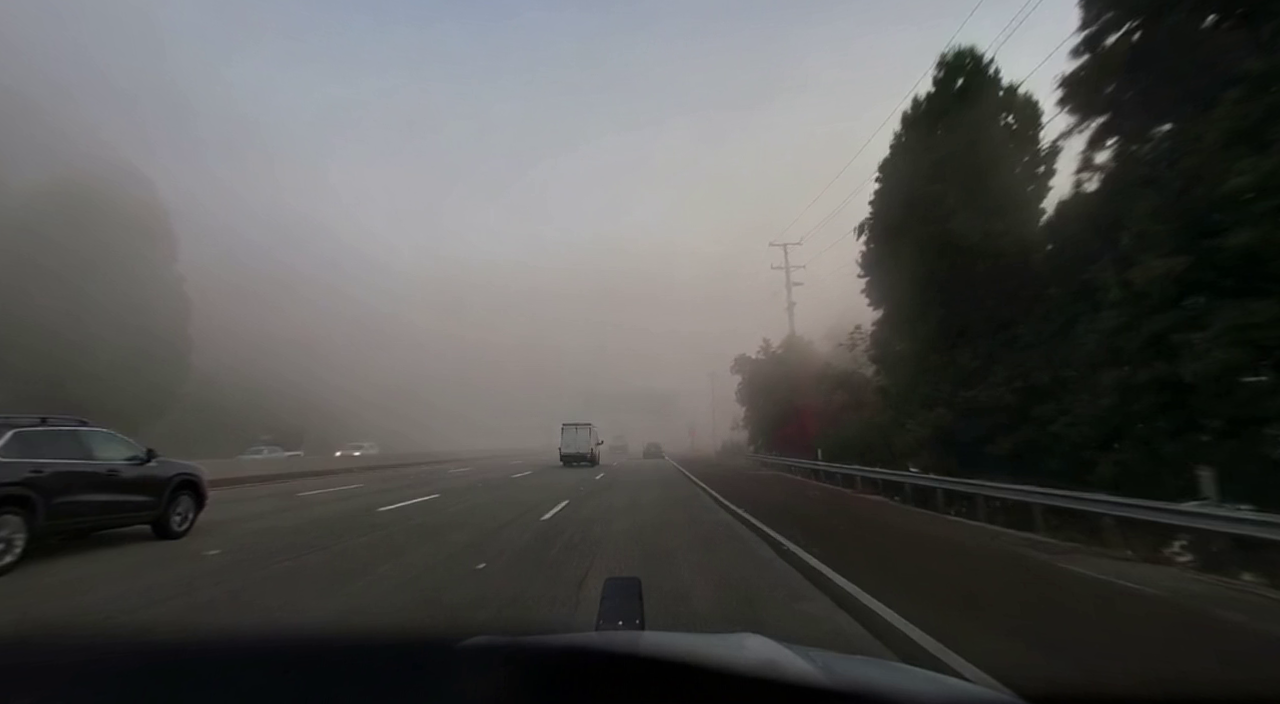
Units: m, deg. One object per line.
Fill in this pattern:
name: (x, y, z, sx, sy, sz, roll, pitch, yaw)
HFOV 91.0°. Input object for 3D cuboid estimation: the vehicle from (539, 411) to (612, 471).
vehicle: (-3.341, 5.052, 35.361, 2.915, 2.885, 9.394, 0, -9, 1)

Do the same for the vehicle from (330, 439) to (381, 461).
vehicle: (-21.017, 7.261, 46.717, 1.771, 1.517, 4.056, 0, -9, 2)

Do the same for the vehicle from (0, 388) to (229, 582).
vehicle: (-7.410, 1.413, 6.887, 2.192, 1.893, 5.330, 0, -9, 0)
